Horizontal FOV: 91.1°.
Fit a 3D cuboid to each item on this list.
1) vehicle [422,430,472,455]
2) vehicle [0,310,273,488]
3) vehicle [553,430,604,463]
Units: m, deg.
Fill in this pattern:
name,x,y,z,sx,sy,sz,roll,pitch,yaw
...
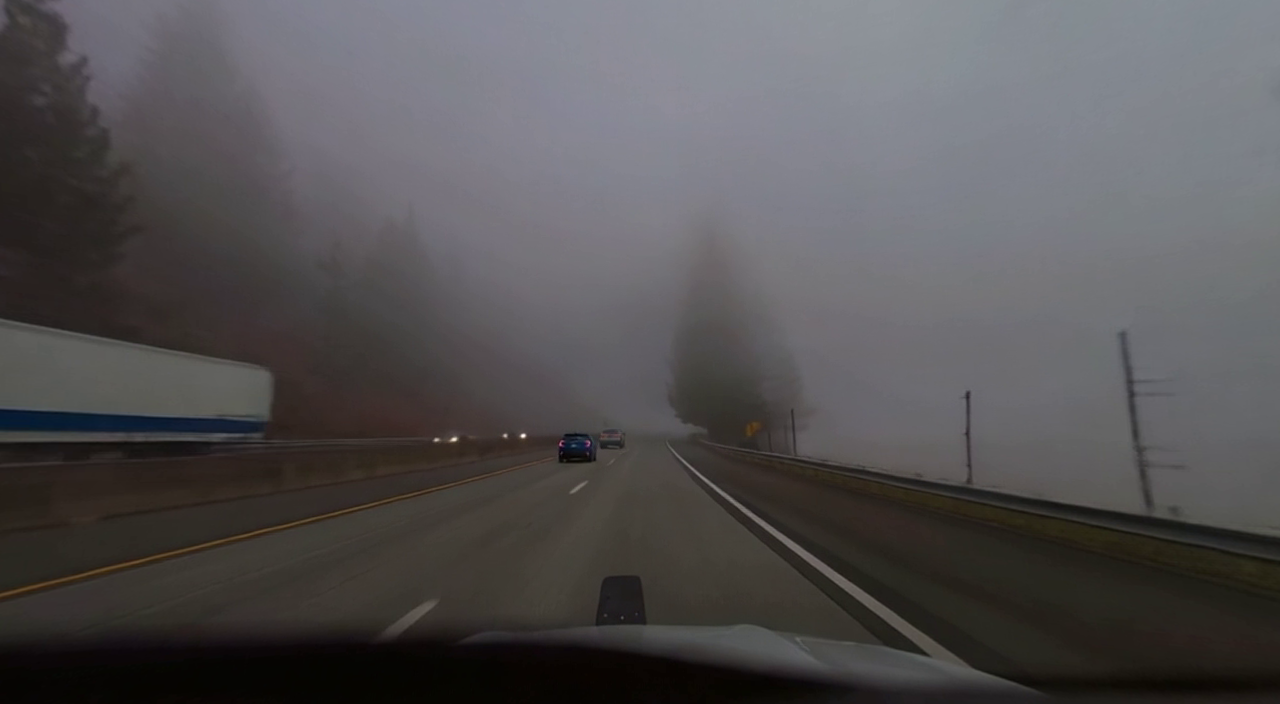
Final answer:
name,x,y,z,sx,sy,sz,roll,pitch,yaw
vehicle,-12.803,6.035,41.806,1.939,1.524,4.056,0,-8,2
vehicle,-17.380,1.459,17.427,3.250,4.341,18.494,0,-8,0
vehicle,-3.085,4.900,32.665,2.053,1.589,4.671,0,-8,2
